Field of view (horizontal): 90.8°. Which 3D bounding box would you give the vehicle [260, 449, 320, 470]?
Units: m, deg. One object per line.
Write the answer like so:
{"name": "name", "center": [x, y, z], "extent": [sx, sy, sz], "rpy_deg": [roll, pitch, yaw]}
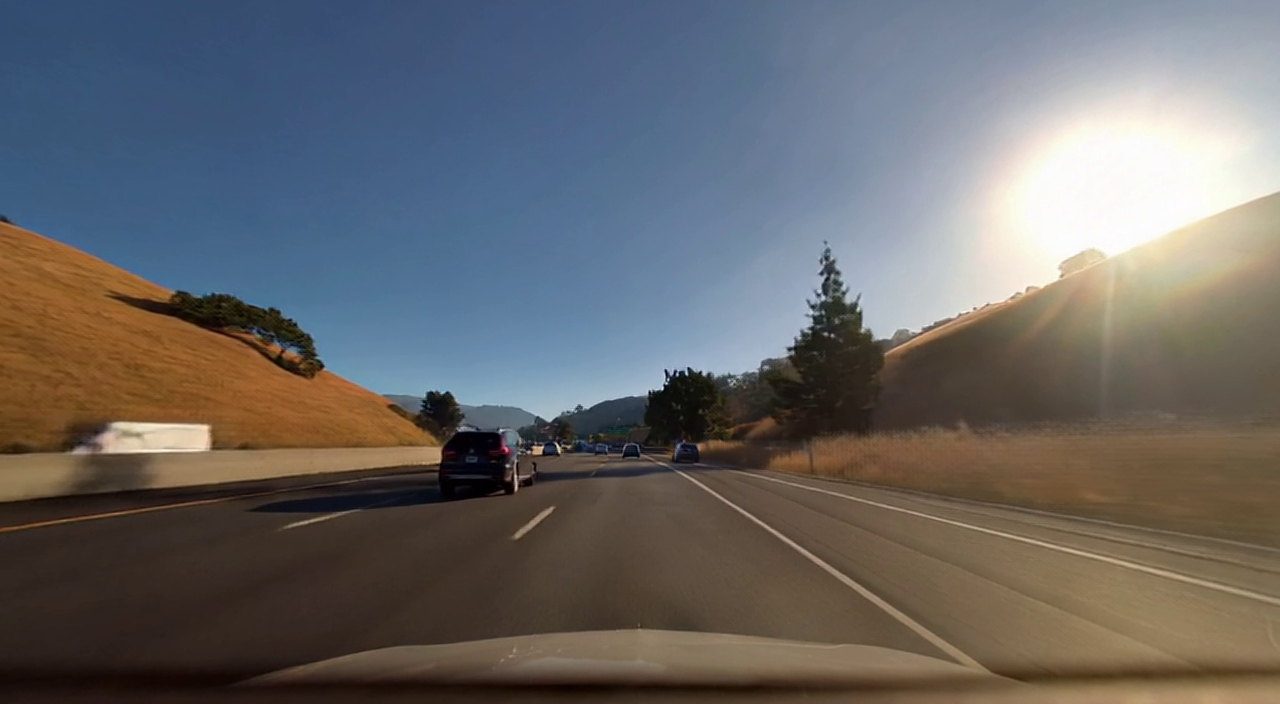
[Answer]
{"name": "vehicle", "center": [-25.586, 7.886, 46.370], "extent": [1.905, 1.441, 4.388], "rpy_deg": [0, -9, 0]}

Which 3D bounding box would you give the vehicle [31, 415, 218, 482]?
{"name": "vehicle", "center": [-29.407, 5.598, 36.895], "extent": [2.891, 3.388, 9.456], "rpy_deg": [0, -9, 0]}

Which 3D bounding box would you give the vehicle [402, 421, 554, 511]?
{"name": "vehicle", "center": [-3.388, 2.510, 14.370], "extent": [2.166, 1.700, 4.661], "rpy_deg": [0, -9, 1]}
